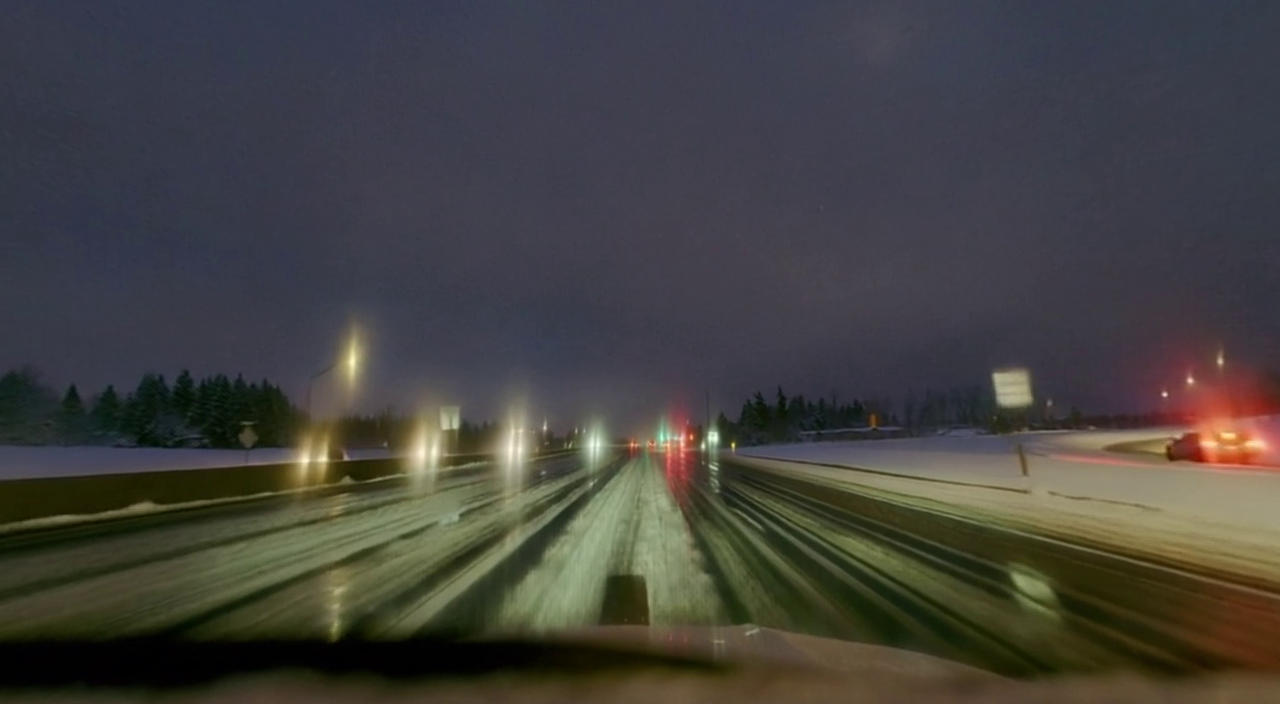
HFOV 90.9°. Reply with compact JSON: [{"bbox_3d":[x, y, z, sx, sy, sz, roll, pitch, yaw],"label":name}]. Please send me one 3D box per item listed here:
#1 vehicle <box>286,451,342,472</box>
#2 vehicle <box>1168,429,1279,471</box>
[{"bbox_3d":[-25.337,8.508,49.236,1.847,1.467,4.604,0,-8,1],"label":"vehicle"},{"bbox_3d":[25.355,4.256,27.612,2.039,1.658,4.457,-3,-9,22],"label":"vehicle"}]
